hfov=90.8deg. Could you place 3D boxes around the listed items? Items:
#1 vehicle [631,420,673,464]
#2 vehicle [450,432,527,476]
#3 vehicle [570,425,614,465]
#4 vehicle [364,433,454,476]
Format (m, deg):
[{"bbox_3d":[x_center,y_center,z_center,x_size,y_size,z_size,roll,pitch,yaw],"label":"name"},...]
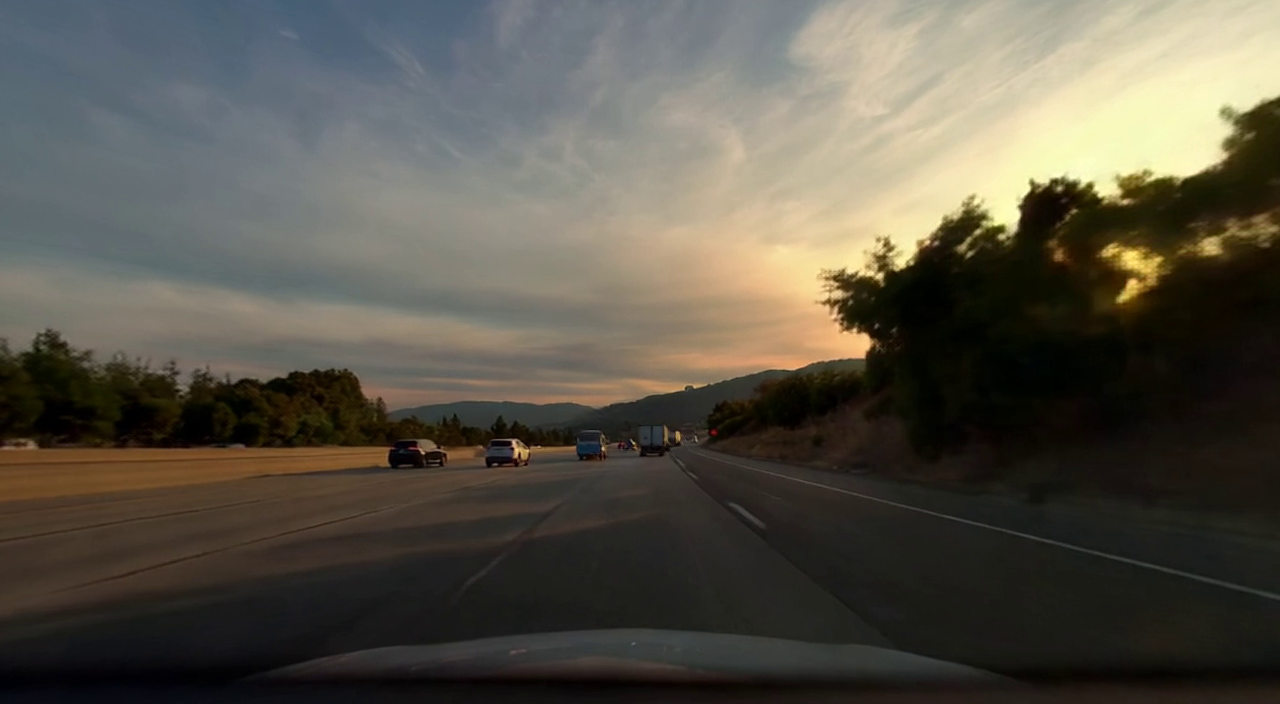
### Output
[{"bbox_3d":[0.821,6.359,44.607,2.768,2.854,6.757,0,-8,1],"label":"vehicle"},{"bbox_3d":[-6.909,4.728,29.430,2.206,1.838,4.889,0,-8,2],"label":"vehicle"},{"bbox_3d":[-3.155,6.312,42.749,2.328,2.519,5.238,0,-8,3],"label":"vehicle"},{"bbox_3d":[-10.625,4.765,29.578,2.080,1.777,5.450,0,-8,0],"label":"vehicle"}]
